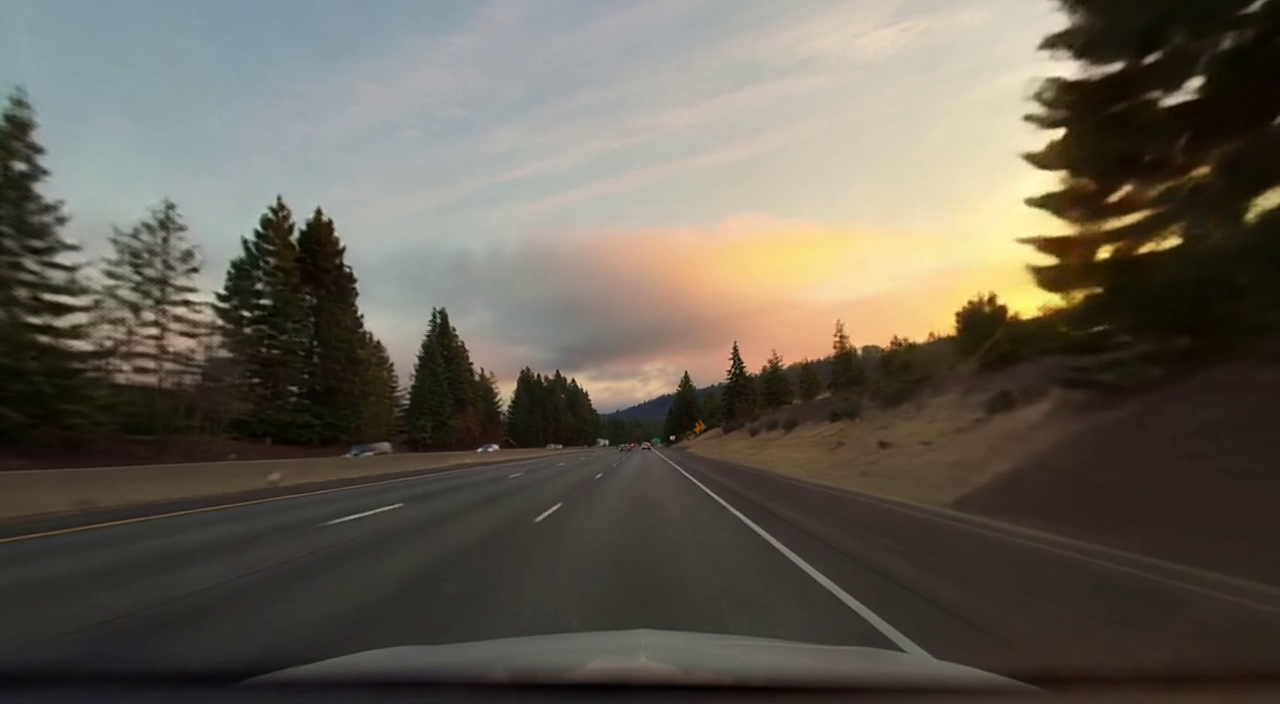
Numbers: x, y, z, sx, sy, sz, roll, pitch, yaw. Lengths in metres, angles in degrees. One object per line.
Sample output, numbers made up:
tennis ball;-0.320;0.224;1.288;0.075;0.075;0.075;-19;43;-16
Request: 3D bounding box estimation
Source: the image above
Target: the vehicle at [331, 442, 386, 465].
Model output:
vehicle;-20.965;7.567;47.151;1.961;1.601;4.497;0;-8;1
